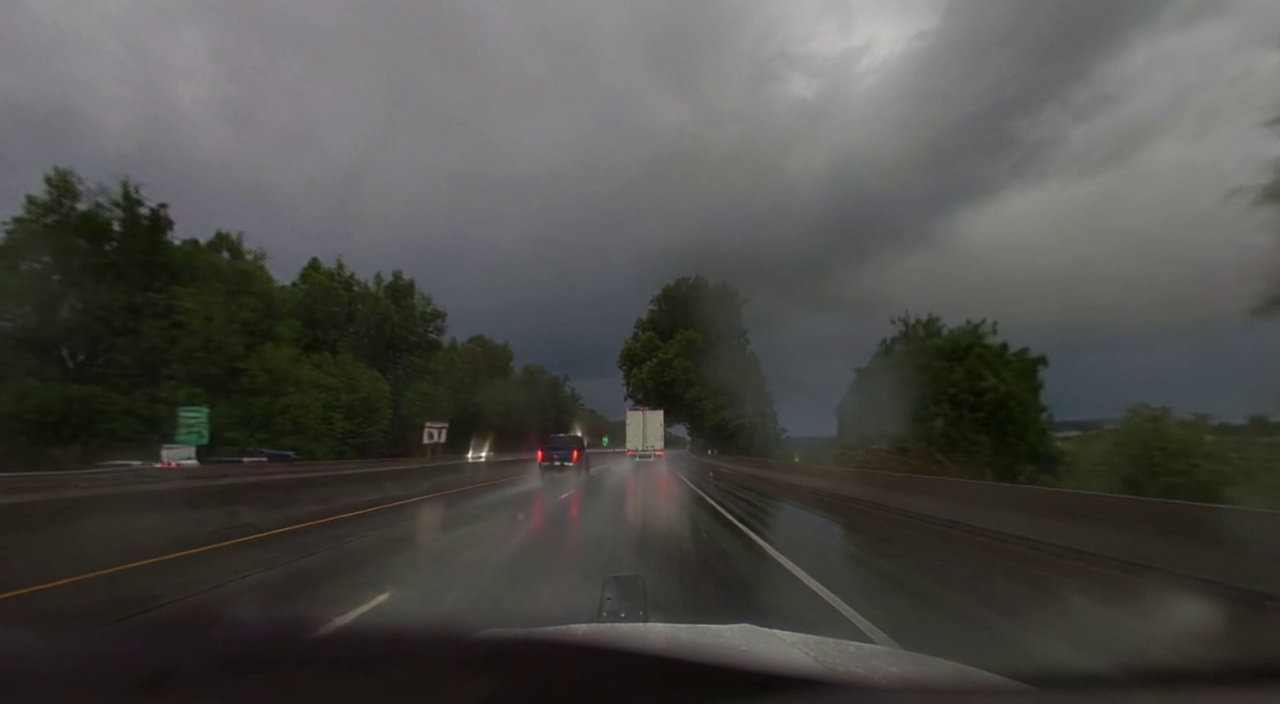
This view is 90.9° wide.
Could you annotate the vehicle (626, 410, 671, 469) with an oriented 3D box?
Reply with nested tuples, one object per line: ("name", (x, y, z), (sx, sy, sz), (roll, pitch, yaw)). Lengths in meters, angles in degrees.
("vehicle", (0.523, 6.670, 47.472), (3.024, 3.965, 10.399), (0, -9, 0))

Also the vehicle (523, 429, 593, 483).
("vehicle", (-3.558, 4.681, 28.519), (2.283, 2.156, 5.546), (0, -9, 1))

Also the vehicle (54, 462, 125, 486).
("vehicle", (-36.618, 8.086, 42.057), (1.854, 1.431, 4.297), (3, -9, -17))
